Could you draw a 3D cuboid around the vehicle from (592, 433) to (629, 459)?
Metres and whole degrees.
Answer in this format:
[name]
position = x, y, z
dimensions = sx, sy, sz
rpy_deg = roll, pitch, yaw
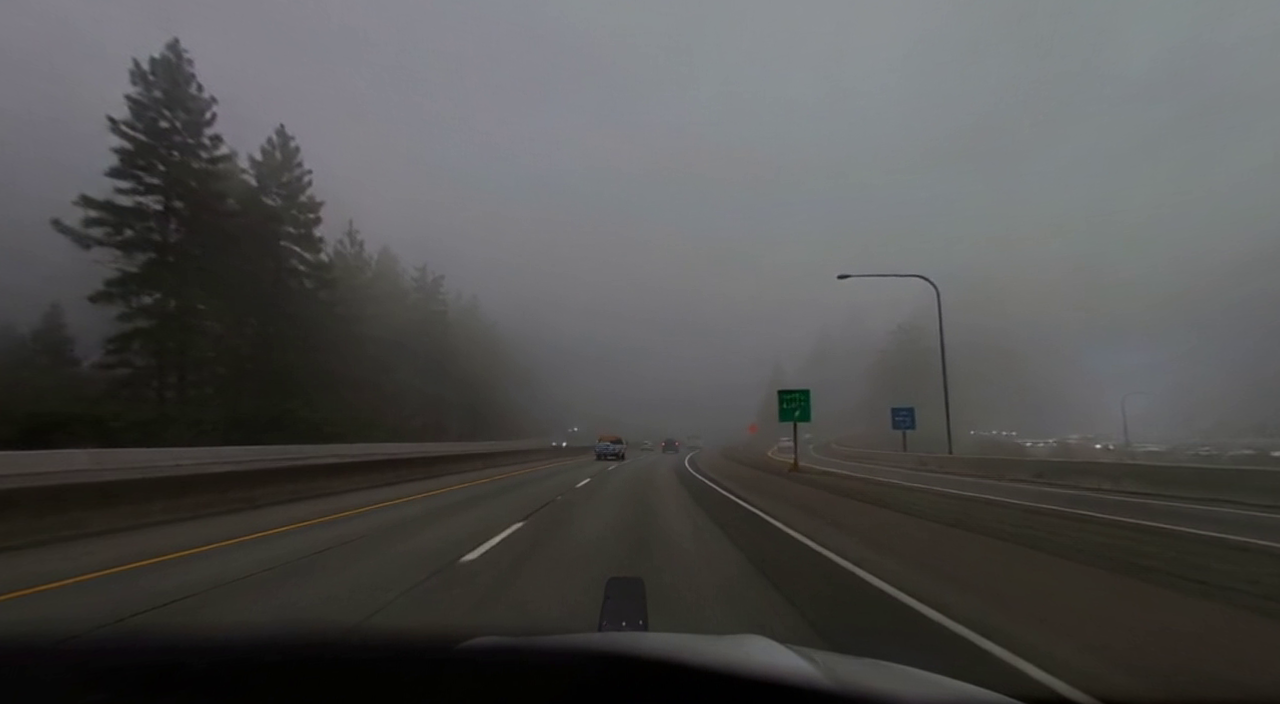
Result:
[vehicle]
position = -2.066, 6.745, 45.347
dimensions = 2.129, 1.742, 4.217
rpy_deg = -1, -8, 5
